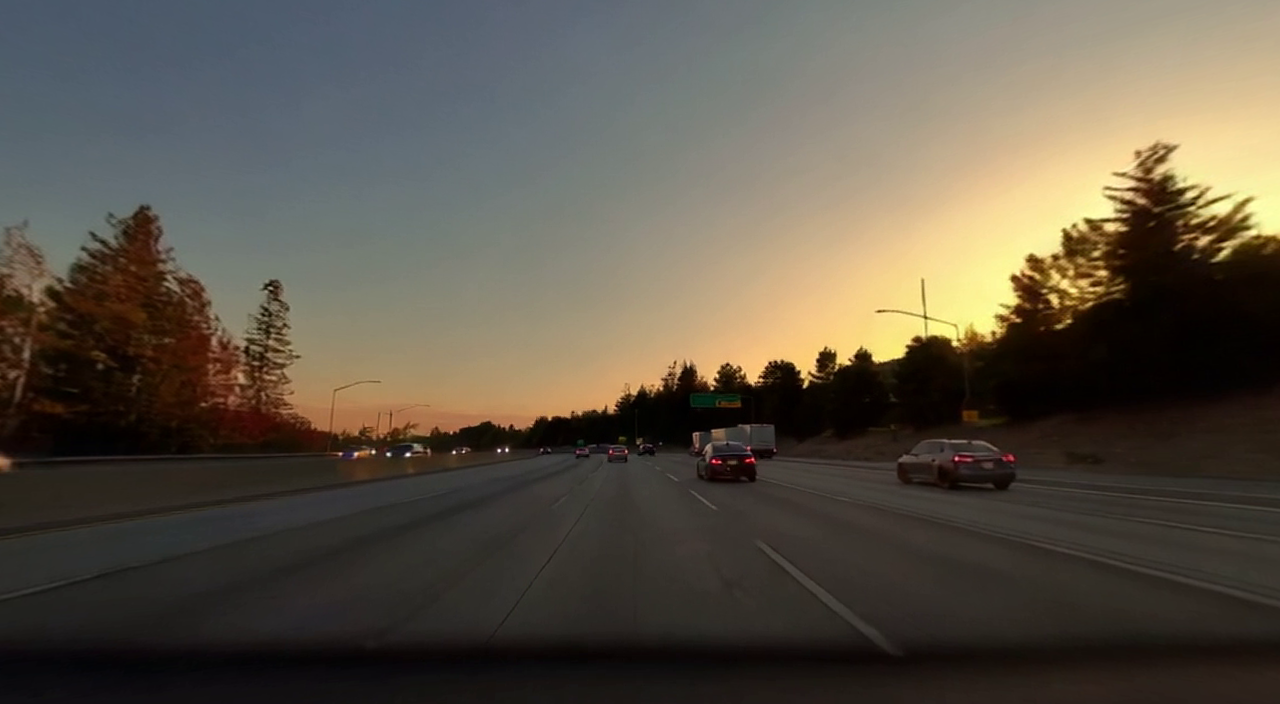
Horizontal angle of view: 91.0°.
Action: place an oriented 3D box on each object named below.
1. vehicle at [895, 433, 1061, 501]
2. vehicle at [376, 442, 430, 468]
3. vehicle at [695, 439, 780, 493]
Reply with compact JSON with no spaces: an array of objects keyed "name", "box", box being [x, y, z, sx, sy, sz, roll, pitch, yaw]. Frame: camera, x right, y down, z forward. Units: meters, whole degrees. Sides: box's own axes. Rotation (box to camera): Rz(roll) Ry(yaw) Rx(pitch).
[{"name":"vehicle","box":[9.182,3.160,17.694,1.909,1.634,4.739,0,-9,-2]},{"name":"vehicle","box":[-18.087,7.882,48.333,2.148,1.902,5.385,0,-9,-2]},{"name":"vehicle","box":[2.994,3.590,20.120,1.975,1.562,3.823,0,-9,-2]}]
